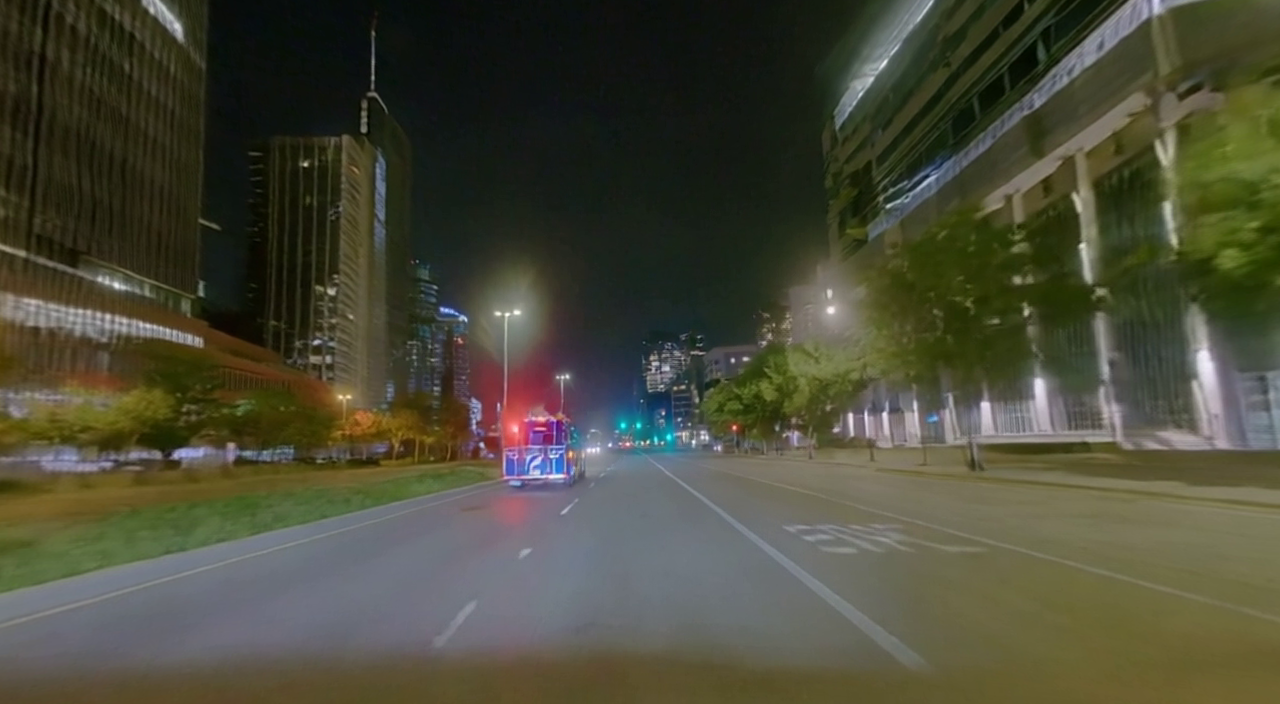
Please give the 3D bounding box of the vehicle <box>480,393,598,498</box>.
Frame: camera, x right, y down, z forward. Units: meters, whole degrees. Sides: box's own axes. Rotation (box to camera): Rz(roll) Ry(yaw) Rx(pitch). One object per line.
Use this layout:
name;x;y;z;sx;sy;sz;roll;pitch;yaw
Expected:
vehicle;-2.914;2.945;19.977;2.633;2.787;5.796;-1;-8;1
